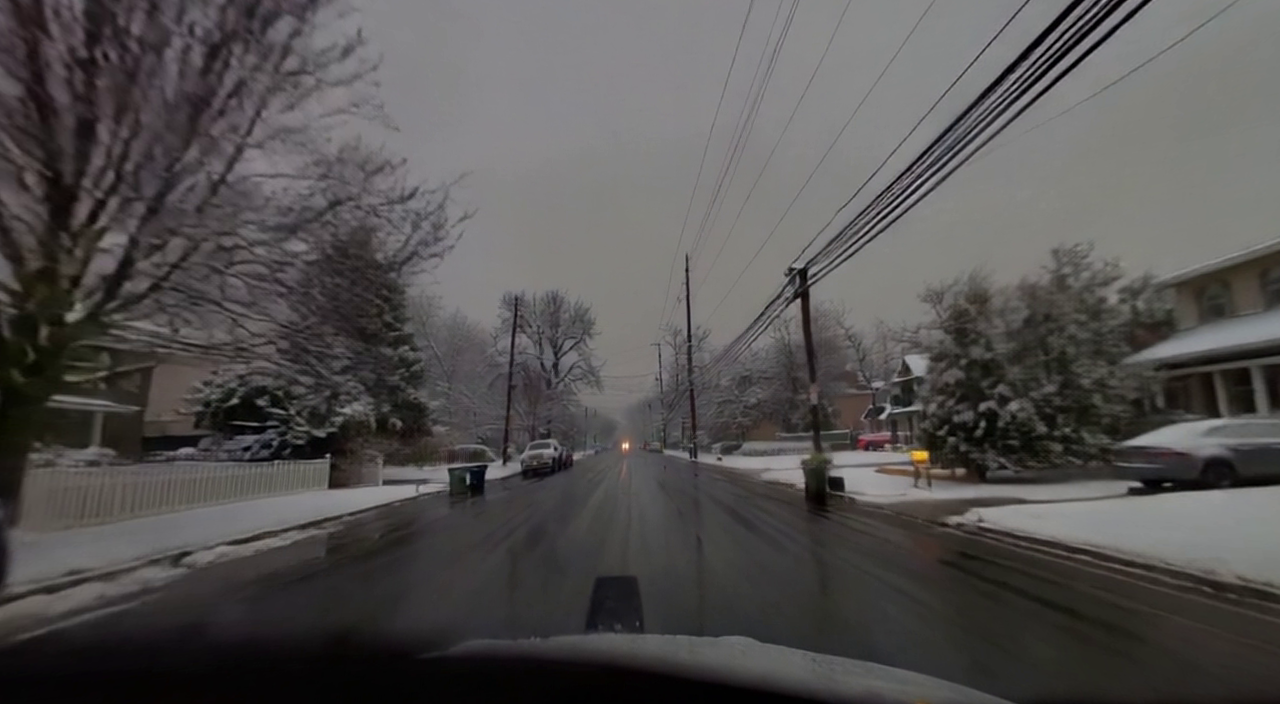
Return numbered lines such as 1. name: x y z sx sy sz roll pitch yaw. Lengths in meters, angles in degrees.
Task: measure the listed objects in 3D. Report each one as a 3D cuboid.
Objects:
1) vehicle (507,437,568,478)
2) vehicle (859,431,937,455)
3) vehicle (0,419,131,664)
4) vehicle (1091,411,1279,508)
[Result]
1. vehicle: -5.818 6.026 36.596 2.411 1.979 5.915 -5 -8 0
2. vehicle: 17.617 6.257 43.290 4.372 1.490 2.032 -1 -11 2
3. vehicle: -5.411 1.231 3.349 1.970 1.666 4.223 -3 -7 -1
4. vehicle: 11.805 2.051 12.407 4.226 1.679 1.983 -3 -8 6
